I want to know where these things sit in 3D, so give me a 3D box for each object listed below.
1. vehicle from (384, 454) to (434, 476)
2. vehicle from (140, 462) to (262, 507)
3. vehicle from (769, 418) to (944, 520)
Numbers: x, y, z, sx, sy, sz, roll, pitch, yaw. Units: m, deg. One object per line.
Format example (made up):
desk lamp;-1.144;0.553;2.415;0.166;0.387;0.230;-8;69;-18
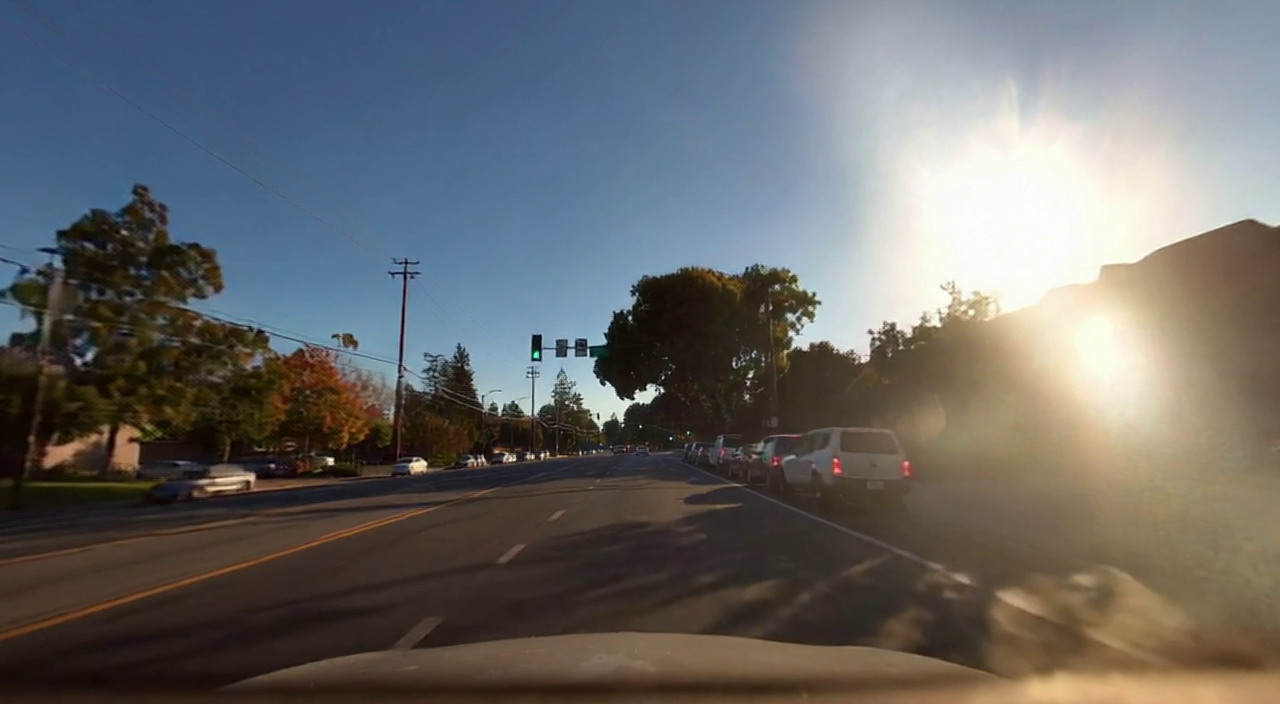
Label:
vehicle;-17.537;8.610;48.203;2.039;1.508;4.613;-1;-9;2
vehicle;-17.645;5.303;25.681;1.831;1.428;4.456;-3;-9;-1
vehicle;4.495;2.530;14.182;2.078;1.837;5.088;0;-9;0
